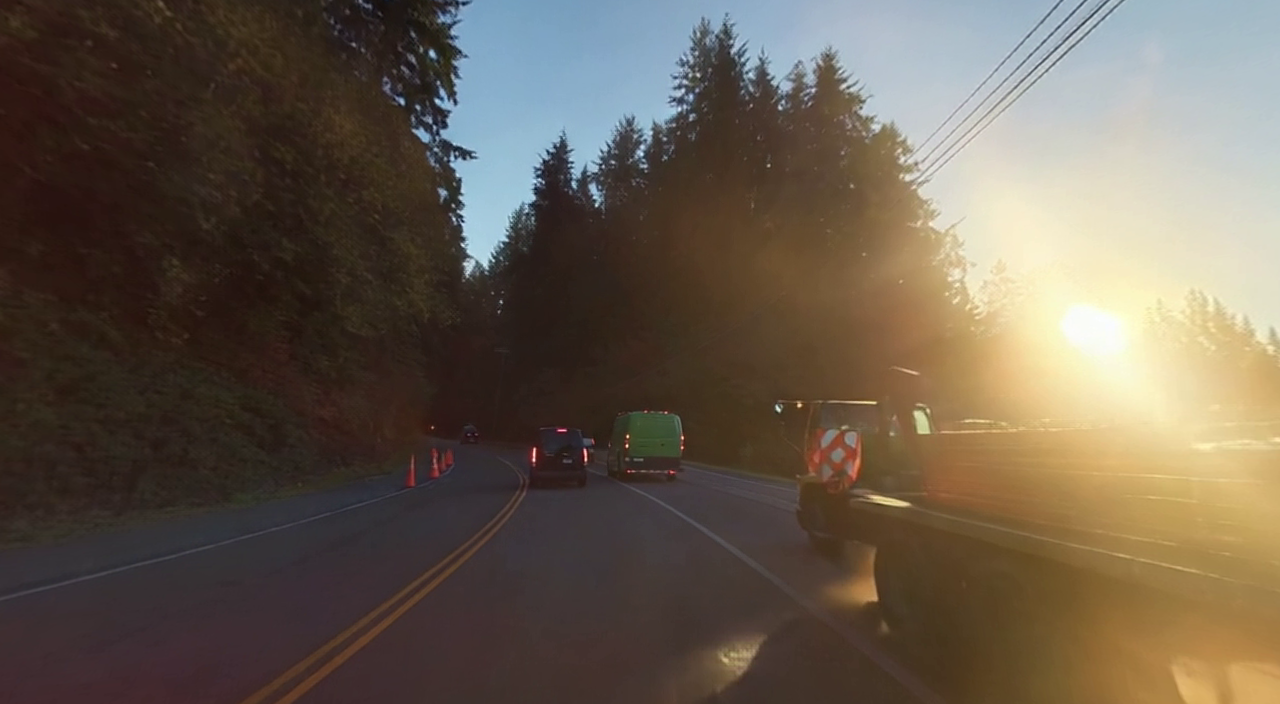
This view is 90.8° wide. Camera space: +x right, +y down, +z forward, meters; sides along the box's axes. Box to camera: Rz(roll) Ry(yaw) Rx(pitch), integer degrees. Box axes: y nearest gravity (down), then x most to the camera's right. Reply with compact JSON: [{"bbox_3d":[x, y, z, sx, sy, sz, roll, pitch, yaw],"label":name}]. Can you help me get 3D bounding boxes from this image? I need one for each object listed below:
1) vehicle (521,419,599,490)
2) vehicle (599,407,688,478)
[{"bbox_3d":[-2.998,3.620,22.659,2.362,2.223,4.892,2,-9,-12],"label":"vehicle"},{"bbox_3d":[-0.090,4.789,33.917,3.126,3.310,8.534,1,-8,-11],"label":"vehicle"}]
